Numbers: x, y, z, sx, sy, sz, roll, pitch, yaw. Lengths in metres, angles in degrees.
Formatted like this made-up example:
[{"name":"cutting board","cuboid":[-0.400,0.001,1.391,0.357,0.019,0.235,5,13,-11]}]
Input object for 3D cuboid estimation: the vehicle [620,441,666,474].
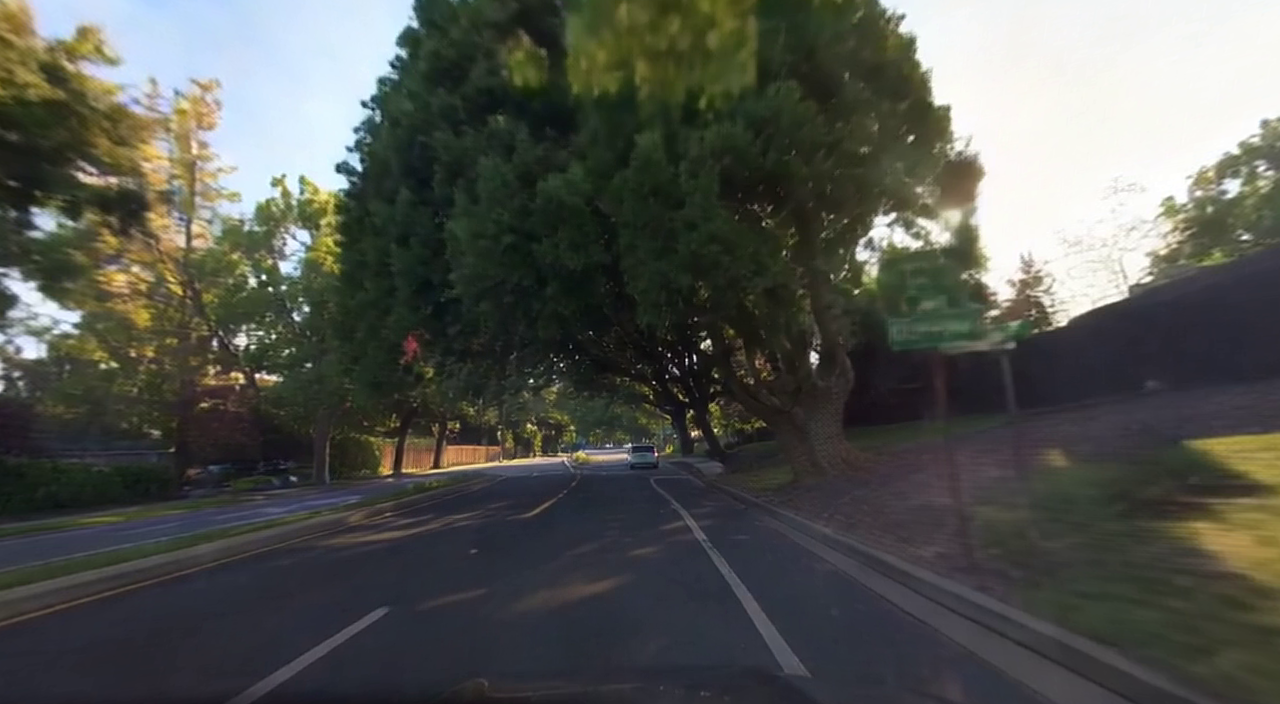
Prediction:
[{"name":"vehicle","cuboid":[0.237,5.204,31.381,2.111,1.466,4.223,-1,-8,2]}]
